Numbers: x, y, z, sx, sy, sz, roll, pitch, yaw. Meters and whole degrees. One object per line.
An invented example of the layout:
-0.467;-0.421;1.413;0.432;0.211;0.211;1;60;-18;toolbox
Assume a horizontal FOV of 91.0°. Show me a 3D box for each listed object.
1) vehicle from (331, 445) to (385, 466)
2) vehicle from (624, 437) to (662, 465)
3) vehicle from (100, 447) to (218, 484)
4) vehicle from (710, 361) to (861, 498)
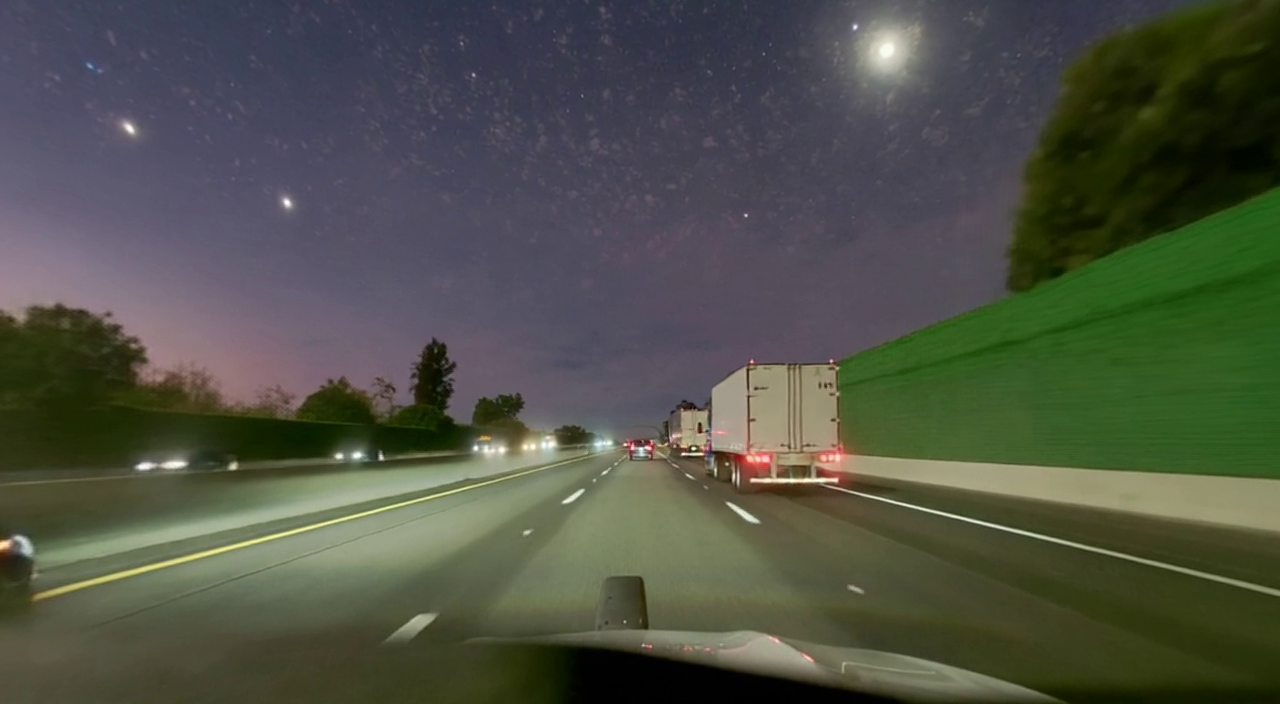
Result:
-20.872;7.682;46.778;1.836;1.449;4.638;0;-8;1;vehicle
0.223;6.552;41.767;2.389;1.760;4.473;0;-8;0;vehicle
-20.513;4.810;27.085;1.736;1.426;4.120;0;-8;1;vehicle
4.026;2.487;19.708;2.742;3.383;8.285;0;-8;0;vehicle
